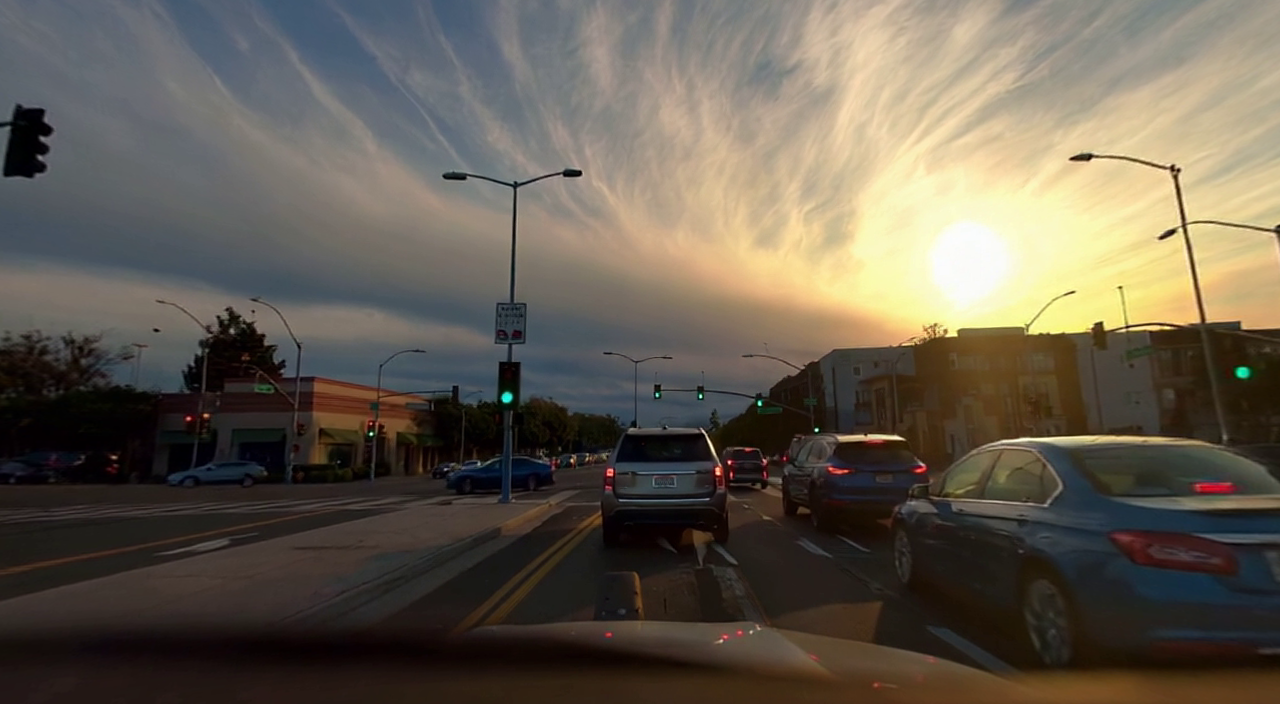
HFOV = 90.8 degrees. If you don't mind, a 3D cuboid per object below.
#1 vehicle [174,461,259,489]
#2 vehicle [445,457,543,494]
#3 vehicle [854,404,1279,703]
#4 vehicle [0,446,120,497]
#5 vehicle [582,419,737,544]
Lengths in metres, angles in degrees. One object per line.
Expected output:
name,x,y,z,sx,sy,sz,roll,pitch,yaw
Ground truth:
vehicle,-25.691,7.458,38.454,3.981,1.477,1.872,4,-10,-26
vehicle,-6.283,5.228,26.911,4.447,1.430,1.885,-10,-14,43
vehicle,3.434,1.326,4.965,2.056,1.516,4.776,-1,-9,3
vehicle,-24.975,4.875,26.004,5.062,1.946,2.243,0,-9,0
vehicle,0.268,2.267,11.675,2.292,1.840,4.394,0,-9,0
